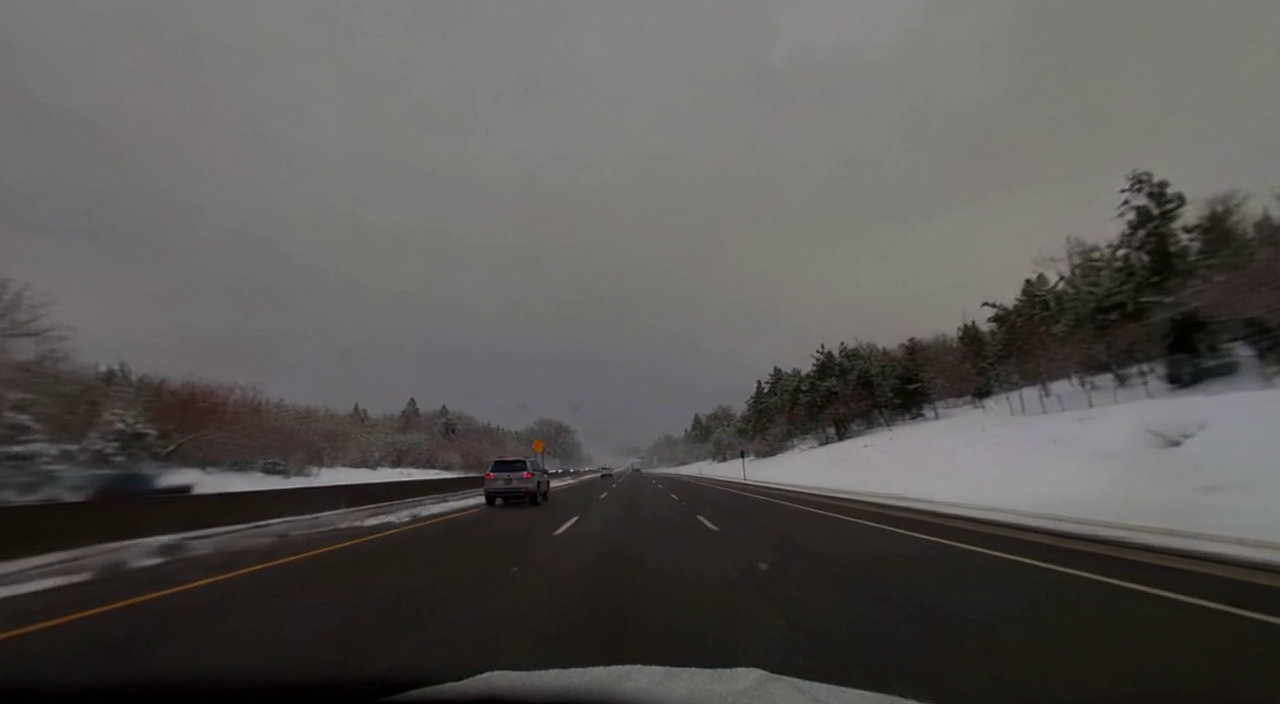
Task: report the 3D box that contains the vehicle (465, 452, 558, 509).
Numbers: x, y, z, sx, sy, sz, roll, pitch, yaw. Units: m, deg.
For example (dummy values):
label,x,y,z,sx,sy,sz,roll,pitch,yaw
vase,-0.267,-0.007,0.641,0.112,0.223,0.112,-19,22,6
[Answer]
label,x,y,z,sx,sy,sz,roll,pitch,yaw
vehicle,-4.323,4.454,22.068,2.178,1.736,4.847,1,-10,0

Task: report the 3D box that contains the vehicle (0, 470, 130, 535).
label,x,y,z,sx,sy,sz,roll,pitch,yaw
vehicle,-15.961,3.815,16.266,1.802,1.485,4.492,1,-10,-1
